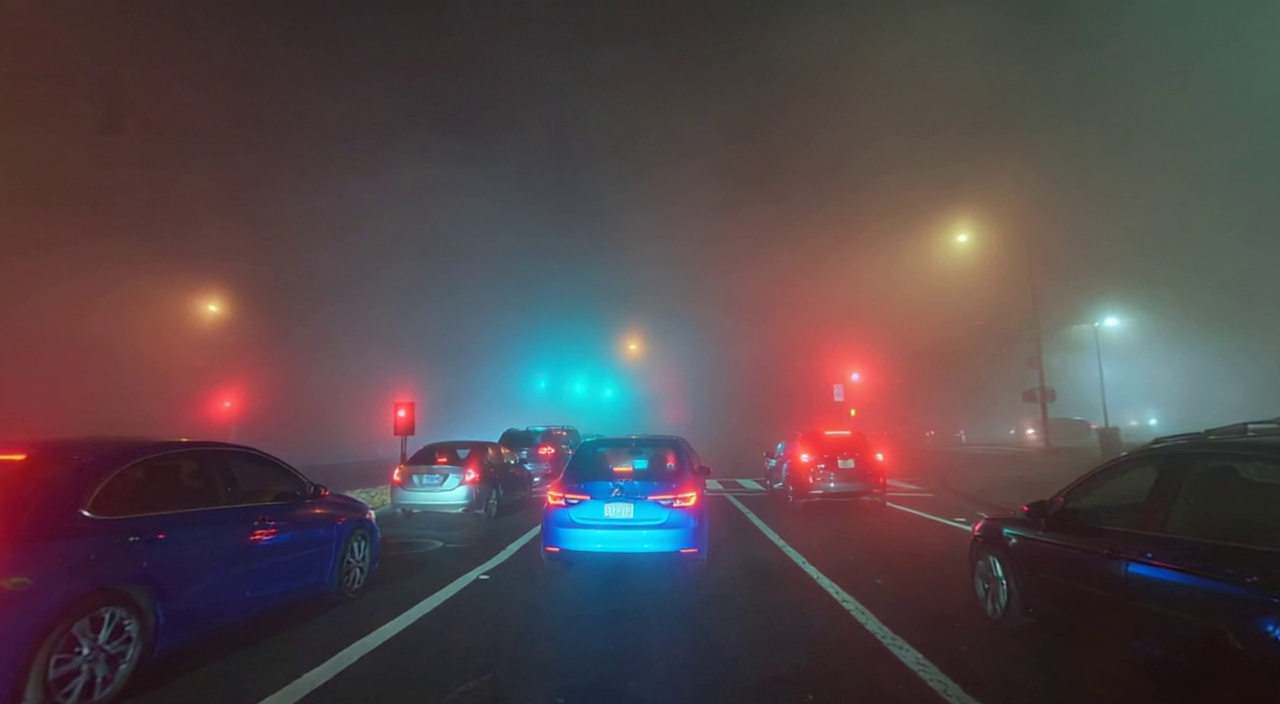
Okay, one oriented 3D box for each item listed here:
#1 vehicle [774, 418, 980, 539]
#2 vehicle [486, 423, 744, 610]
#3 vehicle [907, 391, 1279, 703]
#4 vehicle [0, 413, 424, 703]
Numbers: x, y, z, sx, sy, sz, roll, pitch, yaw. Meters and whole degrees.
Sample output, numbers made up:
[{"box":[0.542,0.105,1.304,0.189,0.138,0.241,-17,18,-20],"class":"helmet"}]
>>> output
[{"box":[3.781,2.095,11.017,2.007,1.683,4.171,0,-8,1],"class":"vehicle"},{"box":[-0.184,1.614,7.108,2.059,1.477,3.988,0,-8,1],"class":"vehicle"},{"box":[3.421,1.069,3.515,1.981,1.499,4.536,-1,-8,2],"class":"vehicle"},{"box":[-3.400,1.299,4.723,1.980,1.454,4.226,0,-8,1],"class":"vehicle"}]
